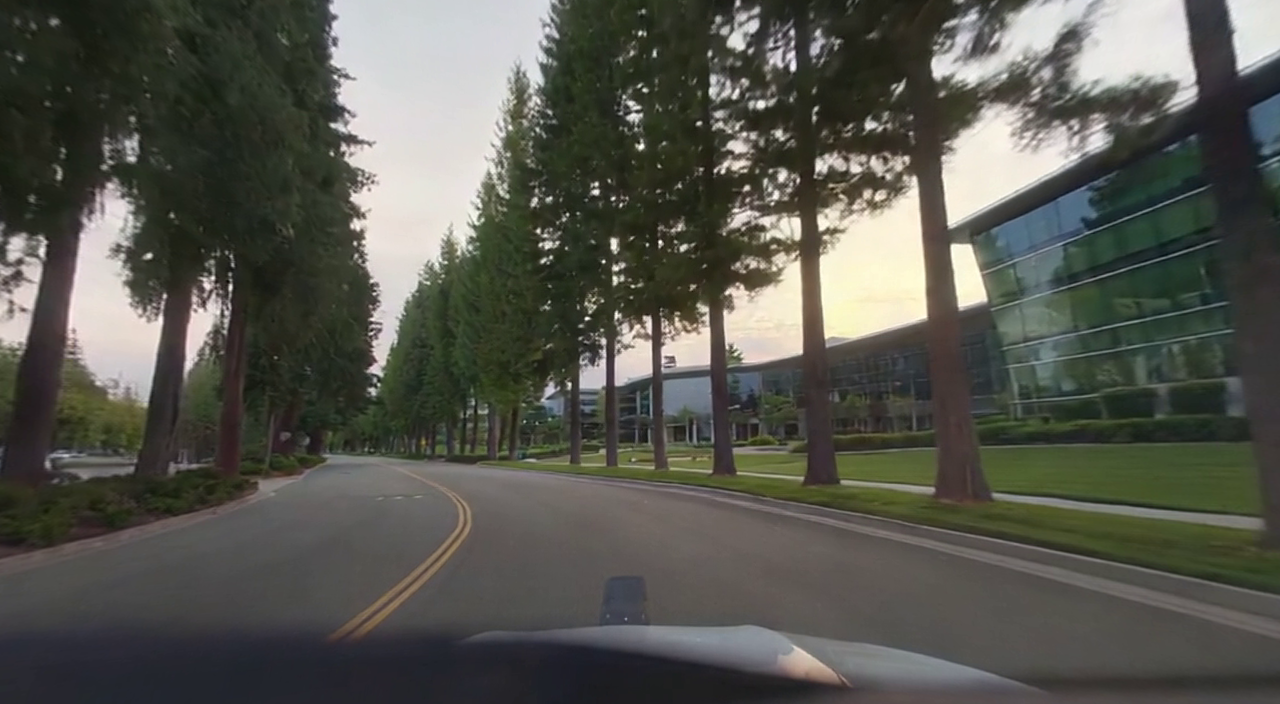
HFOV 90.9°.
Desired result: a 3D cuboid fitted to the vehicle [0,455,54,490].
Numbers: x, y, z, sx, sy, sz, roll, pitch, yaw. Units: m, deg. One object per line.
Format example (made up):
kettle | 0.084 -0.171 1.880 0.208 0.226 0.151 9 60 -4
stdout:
vehicle | -33.828 6.388 33.689 1.929 1.650 4.638 3 -9 -21
